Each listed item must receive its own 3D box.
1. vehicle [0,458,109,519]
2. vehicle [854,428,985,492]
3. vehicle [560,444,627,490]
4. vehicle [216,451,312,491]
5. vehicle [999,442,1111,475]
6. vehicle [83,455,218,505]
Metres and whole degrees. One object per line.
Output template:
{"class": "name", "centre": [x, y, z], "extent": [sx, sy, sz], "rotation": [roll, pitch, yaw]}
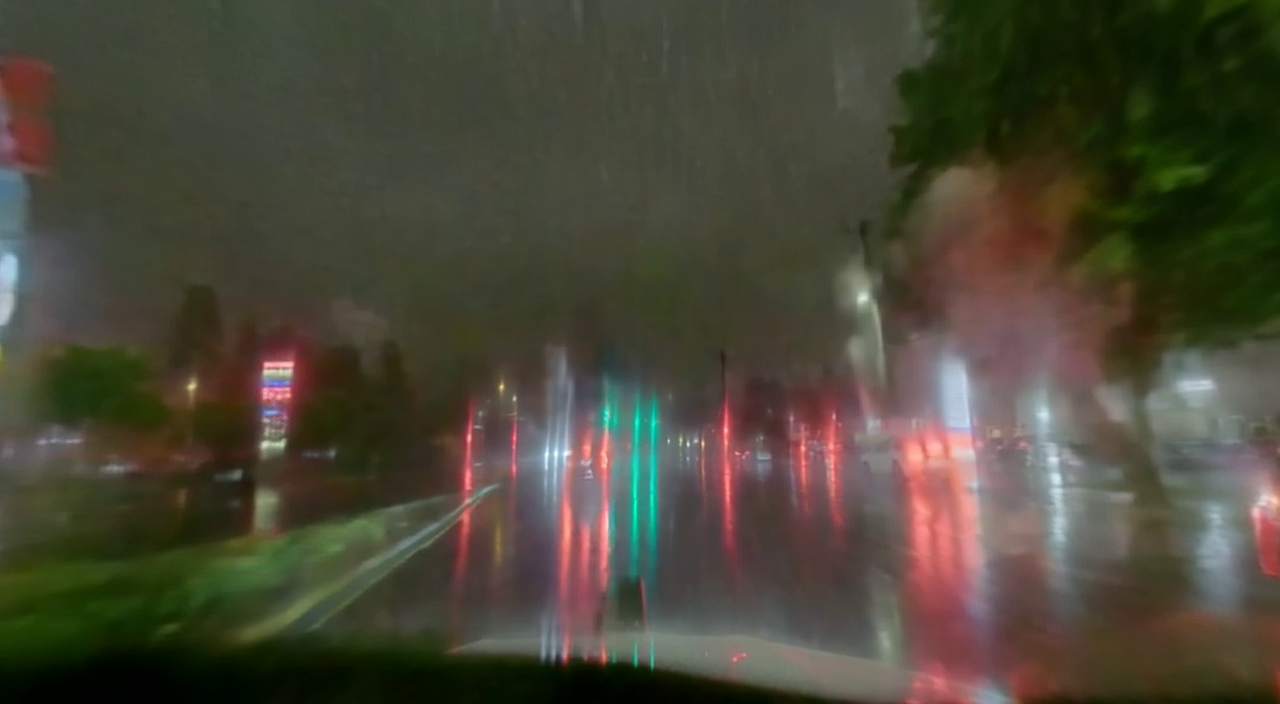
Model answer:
{"class": "vehicle", "centre": [-19.049, 4.127, 19.125], "extent": [1.896, 1.620, 4.542], "rotation": [-2, -8, 1]}
{"class": "vehicle", "centre": [10.312, 4.049, 24.020], "extent": [2.266, 2.118, 5.742], "rotation": [0, -9, -1]}
{"class": "vehicle", "centre": [-1.647, 4.034, 22.554], "extent": [2.185, 1.473, 3.925], "rotation": [0, -9, -4]}
{"class": "vehicle", "centre": [-18.969, 5.981, 32.163], "extent": [2.027, 1.831, 4.644], "rotation": [0, -9, -1]}
{"class": "vehicle", "centre": [19.568, 5.010, 29.889], "extent": [4.212, 1.436, 1.919], "rotation": [-6, -10, 34]}
{"class": "vehicle", "centre": [-19.276, 5.023, 25.192], "extent": [1.905, 1.698, 4.408], "rotation": [0, -9, -1]}
